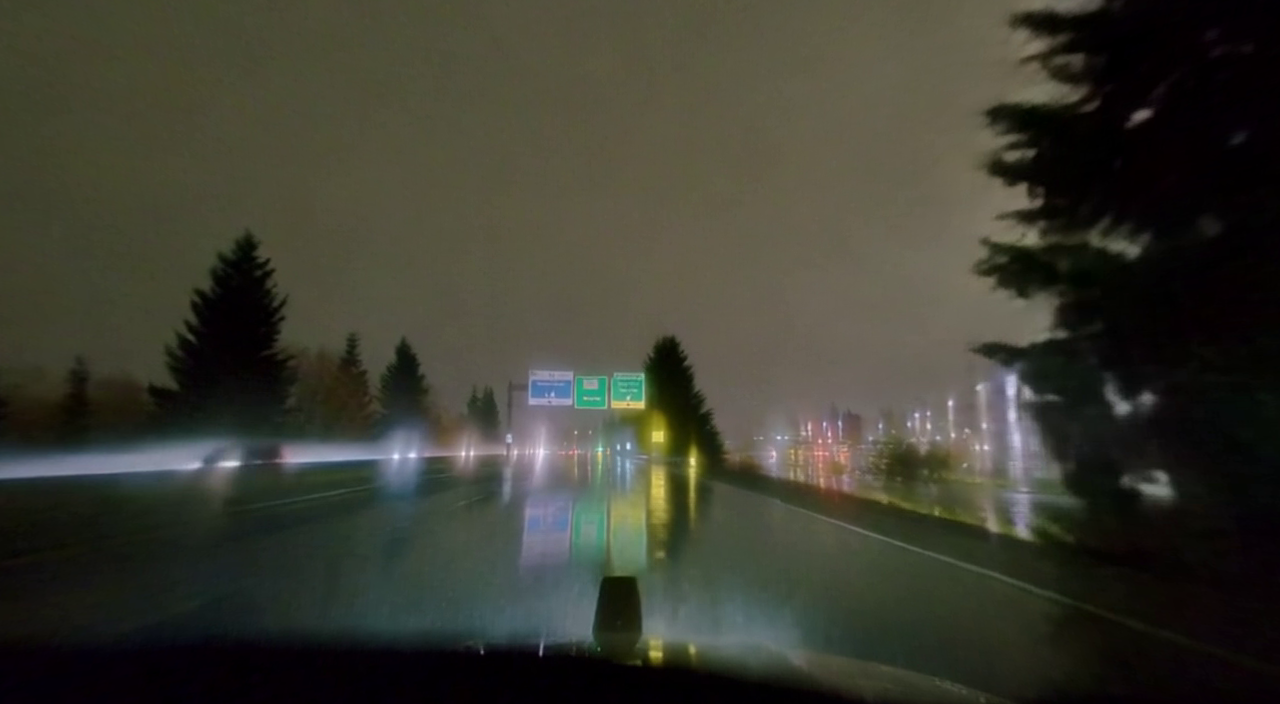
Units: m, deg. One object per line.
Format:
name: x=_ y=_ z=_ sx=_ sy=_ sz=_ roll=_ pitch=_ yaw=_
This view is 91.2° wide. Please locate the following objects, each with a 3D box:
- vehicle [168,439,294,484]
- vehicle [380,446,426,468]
vehicle: x=-15.444 y=4.147 z=24.001 sx=1.916 sy=1.524 sz=4.522 roll=0 pitch=-9 yaw=-3
vehicle: x=-17.036 y=7.538 z=45.250 sx=1.821 sy=1.465 sz=4.446 roll=0 pitch=-9 yaw=-3
